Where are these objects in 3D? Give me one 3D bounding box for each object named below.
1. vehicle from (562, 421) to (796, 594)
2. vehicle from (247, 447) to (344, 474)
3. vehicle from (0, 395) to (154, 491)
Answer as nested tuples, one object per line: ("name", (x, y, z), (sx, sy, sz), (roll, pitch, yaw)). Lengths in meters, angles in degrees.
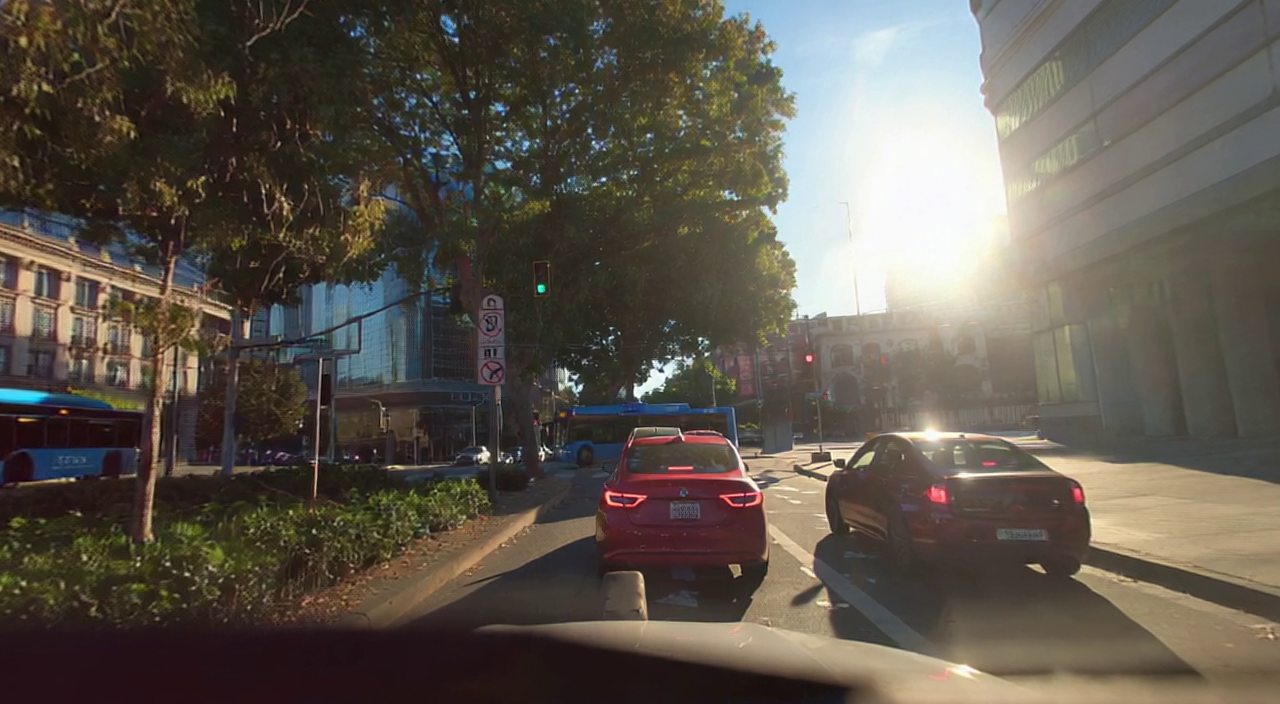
("vehicle", (0.367, 1.625, 7.396), (2.006, 1.470, 3.799), (0, -8, 1))
("vehicle", (-20.363, 6.379, 37.585), (1.883, 1.461, 4.830), (-4, -9, 23))
("vehicle", (-25.971, 3.644, 25.311), (2.692, 3.685, 10.153), (-3, -9, 20))
